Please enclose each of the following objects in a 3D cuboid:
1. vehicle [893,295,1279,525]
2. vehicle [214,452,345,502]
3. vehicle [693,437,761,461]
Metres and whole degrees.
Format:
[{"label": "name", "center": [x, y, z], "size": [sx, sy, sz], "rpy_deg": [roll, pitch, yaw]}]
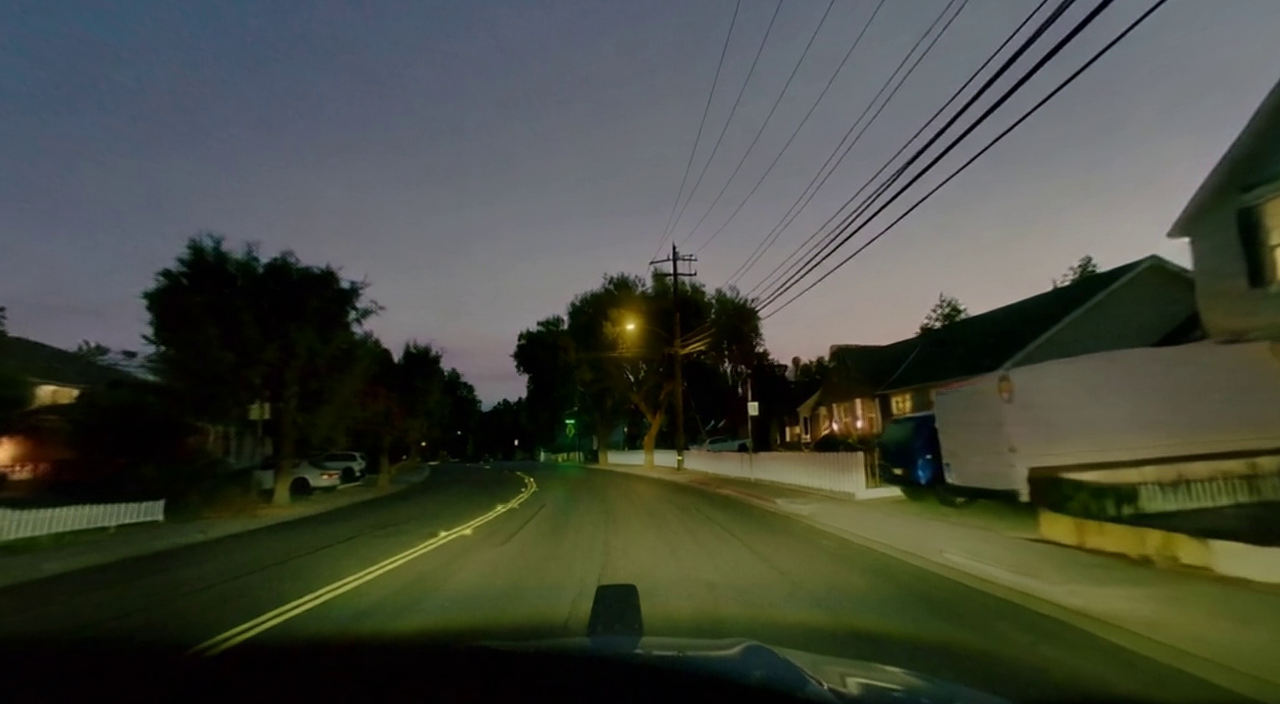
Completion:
[{"label": "vehicle", "center": [8.390, 0.885, 10.486], "size": [7.115, 3.010, 2.378], "rpy_deg": [-4, -8, -4]}, {"label": "vehicle", "center": [-12.475, 4.300, 22.242], "size": [2.390, 1.431, 4.253], "rpy_deg": [0, -8, -5]}, {"label": "vehicle", "center": [6.189, 6.972, 45.377], "size": [4.566, 1.623, 1.906], "rpy_deg": [0, -9, -2]}]
